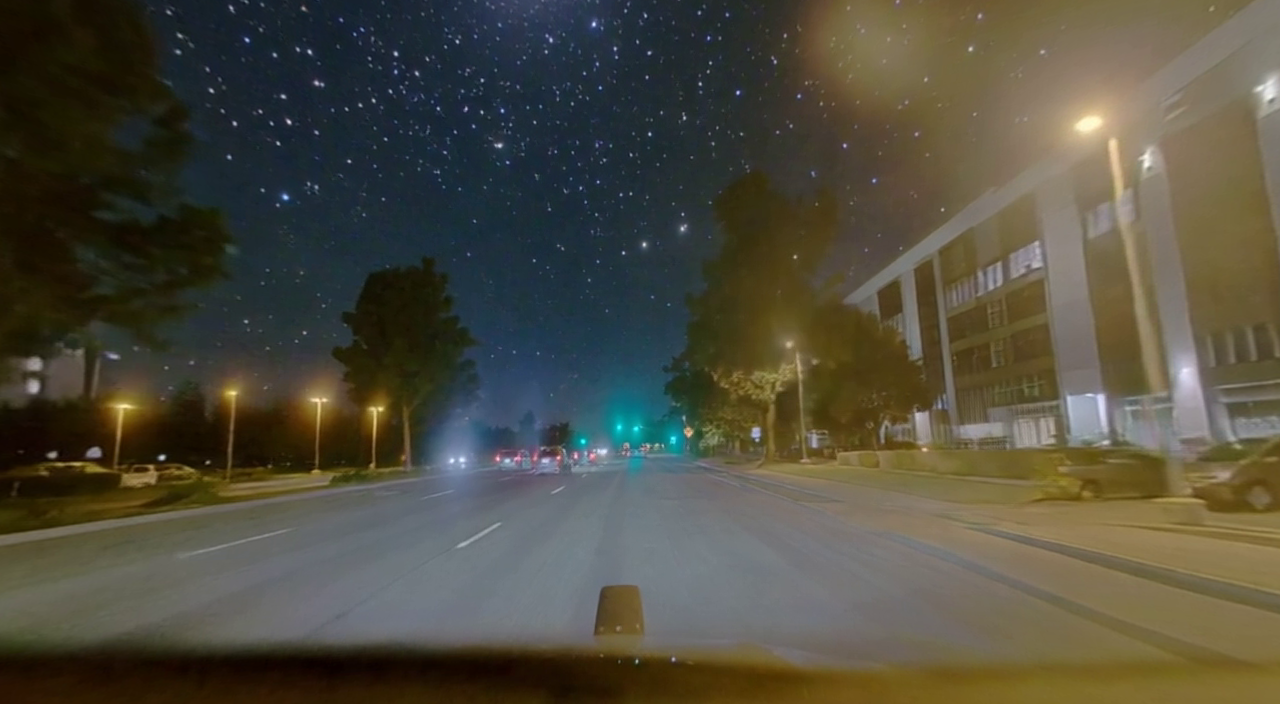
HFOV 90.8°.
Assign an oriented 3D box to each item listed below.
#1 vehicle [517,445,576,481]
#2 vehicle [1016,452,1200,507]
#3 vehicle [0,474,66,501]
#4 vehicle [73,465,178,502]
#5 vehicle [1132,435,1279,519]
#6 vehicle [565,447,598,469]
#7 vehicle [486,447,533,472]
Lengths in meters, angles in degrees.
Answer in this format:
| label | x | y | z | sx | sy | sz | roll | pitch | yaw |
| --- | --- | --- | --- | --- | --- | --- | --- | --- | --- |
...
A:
| label | x | y | z | sx | sy | sz | roll | pitch | yaw |
| --- | --- | --- | --- | --- | --- | --- | --- | --- | --- |
| vehicle | -4.194 | 5.075 | 29.153 | 2.011 | 1.483 | 4.596 | -1 | -8 | 0 |
| vehicle | 12.366 | 3.353 | 16.861 | 3.467 | 1.349 | 1.839 | 1 | -8 | -4 |
| vehicle | -44.053 | 9.609 | 44.615 | 4.728 | 1.668 | 2.240 | -2 | -9 | -2 |
| vehicle | -27.184 | 6.929 | 33.610 | 1.758 | 1.566 | 4.531 | -4 | -8 | 1 |
| vehicle | 12.433 | 2.349 | 12.123 | 4.372 | 1.445 | 1.928 | 1 | -8 | -2 |
| vehicle | -4.160 | 7.609 | 45.578 | 1.971 | 1.414 | 4.317 | 0 | -8 | 0 |
| vehicle | -8.406 | 6.995 | 41.232 | 1.976 | 1.497 | 4.709 | 0 | -8 | 1 |
